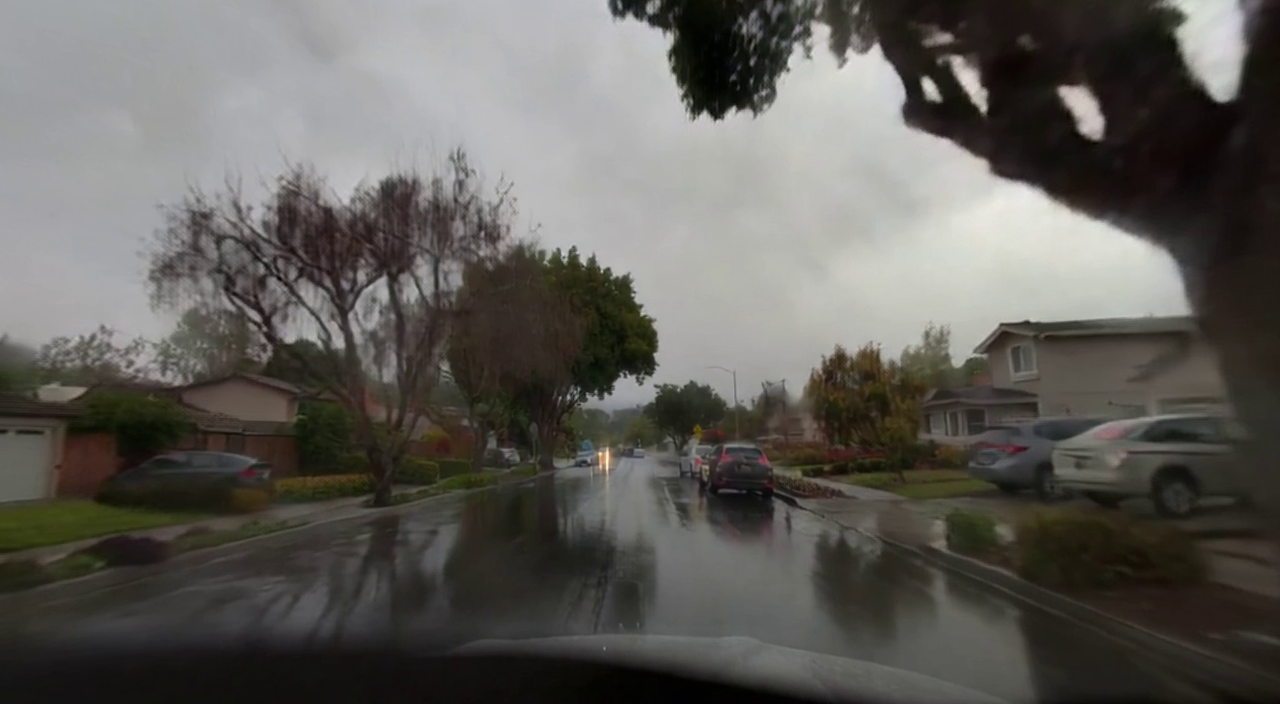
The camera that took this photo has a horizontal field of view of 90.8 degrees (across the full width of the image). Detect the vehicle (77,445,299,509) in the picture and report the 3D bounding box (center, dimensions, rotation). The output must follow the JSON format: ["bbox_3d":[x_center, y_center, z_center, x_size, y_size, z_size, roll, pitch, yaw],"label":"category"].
[{"bbox_3d":[-11.339,3.133,16.121,4.118,1.492,1.902,0,-9,-3],"label":"vehicle"}]

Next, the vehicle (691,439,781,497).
[{"bbox_3d":[2.639,3.309,18.449,2.022,1.483,4.565,0,-9,1],"label":"vehicle"}]

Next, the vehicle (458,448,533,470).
[{"bbox_3d":[-10.447,7.750,45.926,4.933,1.547,2.125,0,-9,0],"label":"vehicle"}]

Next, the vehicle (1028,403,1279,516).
[{"bbox_3d":[8.989,1.661,9.988,4.331,1.570,2.009,-1,-8,0],"label":"vehicle"}]
